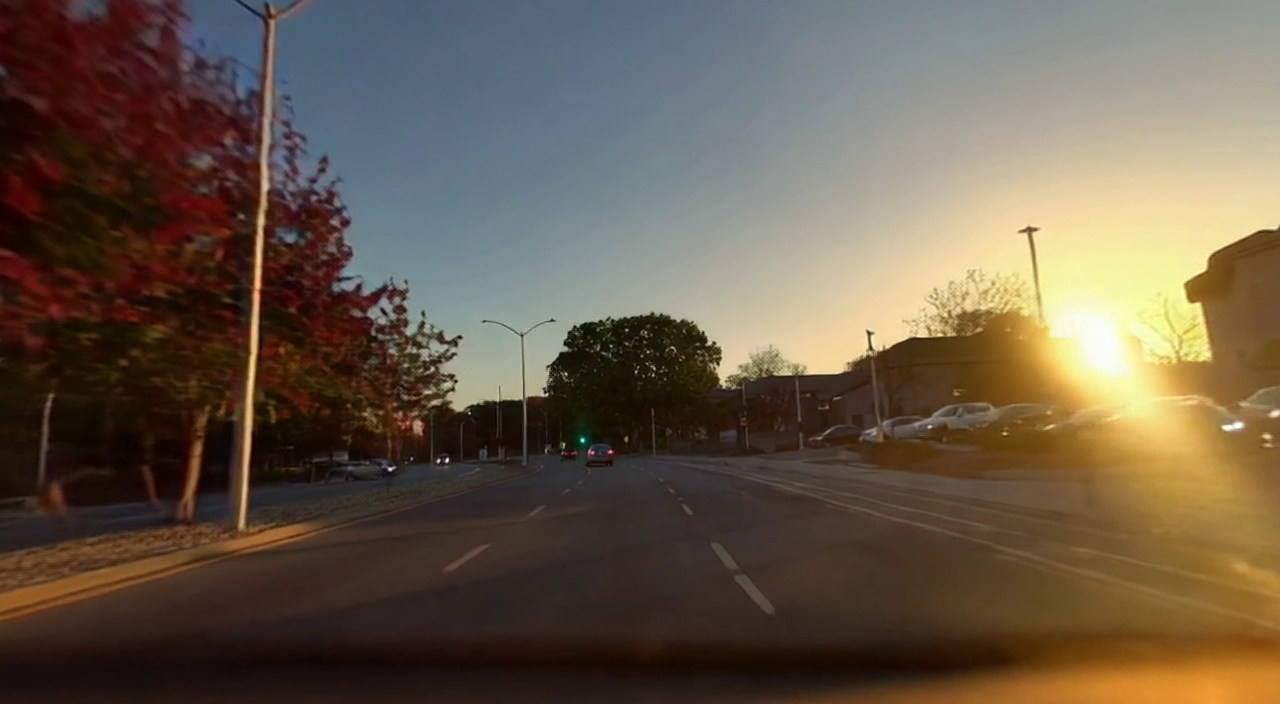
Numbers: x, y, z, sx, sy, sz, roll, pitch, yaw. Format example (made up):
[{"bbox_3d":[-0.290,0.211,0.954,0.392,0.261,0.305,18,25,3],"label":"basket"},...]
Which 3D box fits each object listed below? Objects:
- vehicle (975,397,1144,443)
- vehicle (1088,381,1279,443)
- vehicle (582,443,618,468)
[{"bbox_3d":[15.152,2.511,22.996,4.742,1.602,1.999,0,-8,-2],"label":"vehicle"},{"bbox_3d":[15.614,1.726,17.632,4.527,1.620,2.120,-1,-8,3],"label":"vehicle"},{"bbox_3d":[-2.893,7.201,44.326,2.197,1.642,4.312,1,-8,-8],"label":"vehicle"}]
